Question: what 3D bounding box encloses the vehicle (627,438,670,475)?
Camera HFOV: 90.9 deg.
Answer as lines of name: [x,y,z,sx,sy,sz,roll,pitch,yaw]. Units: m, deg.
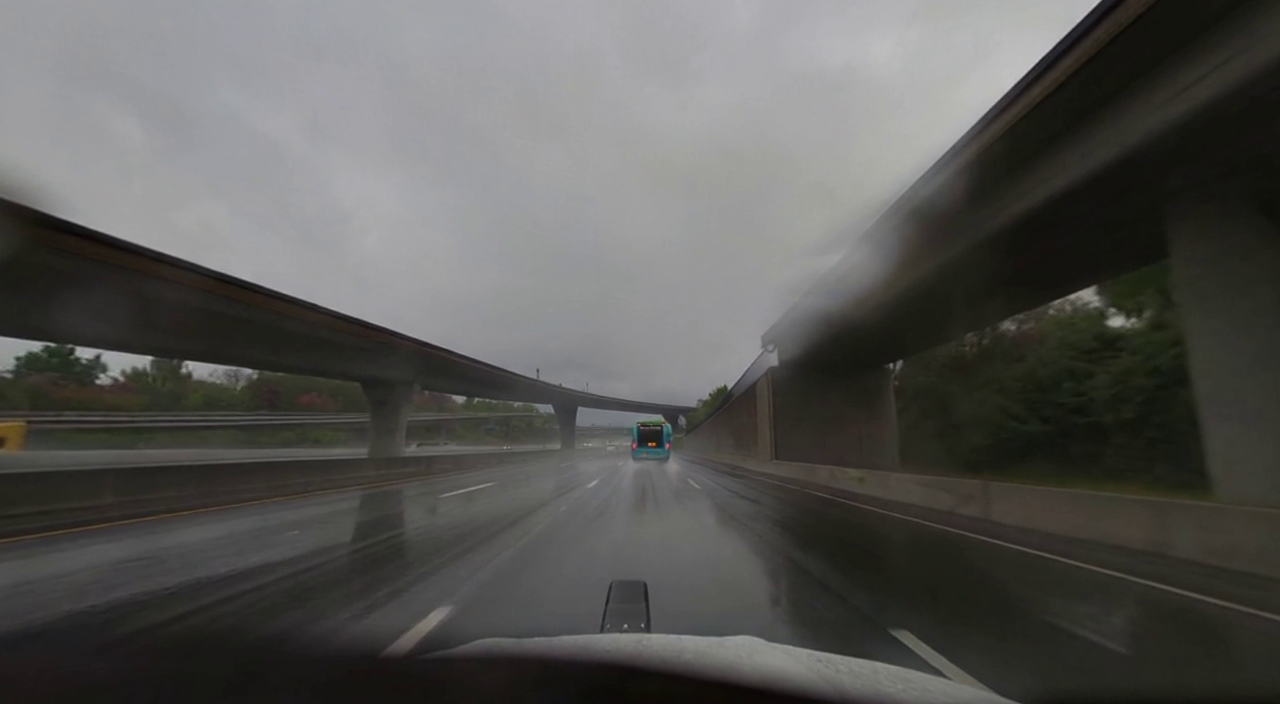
vehicle: [0.373,5.277,32.043,2.052,1.711,4.223,0,-9,0]
